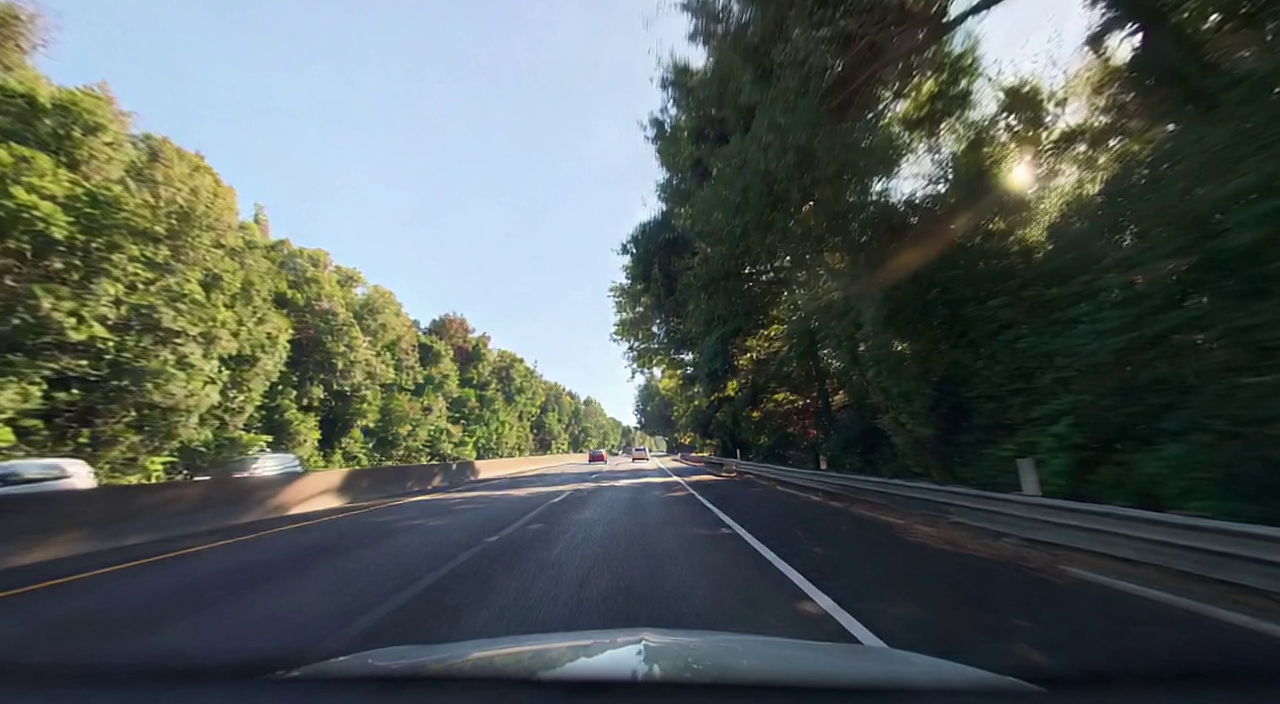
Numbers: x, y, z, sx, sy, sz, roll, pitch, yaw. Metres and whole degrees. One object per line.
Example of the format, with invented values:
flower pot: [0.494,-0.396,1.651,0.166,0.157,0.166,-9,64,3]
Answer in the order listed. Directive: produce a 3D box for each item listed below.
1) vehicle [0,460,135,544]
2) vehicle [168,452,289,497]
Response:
vehicle: [-12.835,2.935,12.493,1.943,1.477,4.441,0,-9,0]
vehicle: [-16.870,5.013,26.161,1.995,1.662,4.464,0,-9,0]
